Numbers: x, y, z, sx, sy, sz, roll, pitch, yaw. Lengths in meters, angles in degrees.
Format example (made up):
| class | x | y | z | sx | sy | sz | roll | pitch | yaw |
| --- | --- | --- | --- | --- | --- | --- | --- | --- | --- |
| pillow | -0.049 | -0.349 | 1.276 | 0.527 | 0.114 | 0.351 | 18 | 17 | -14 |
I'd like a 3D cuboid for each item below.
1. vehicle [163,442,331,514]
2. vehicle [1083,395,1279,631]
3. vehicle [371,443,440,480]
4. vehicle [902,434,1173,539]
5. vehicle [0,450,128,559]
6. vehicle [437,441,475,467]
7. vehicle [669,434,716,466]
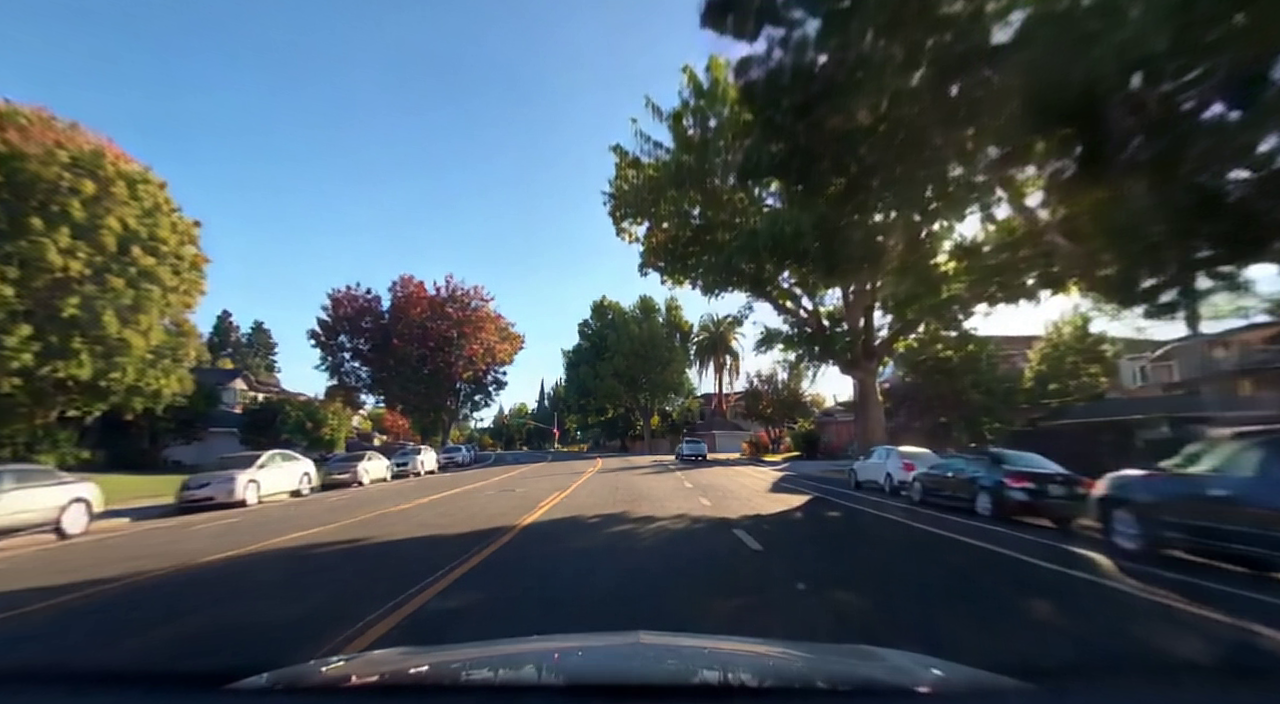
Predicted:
| class | x | y | z | sx | sy | sz | roll | pitch | yaw |
| --- | --- | --- | --- | --- | --- | --- | --- | --- | --- |
| vehicle | -11.472 | 3.652 | 18.968 | 2.049 | 1.848 | 4.693 | 0 | -8 | -1 |
| vehicle | 7.301 | 1.590 | 6.262 | 2.081 | 2.286 | 4.941 | 0 | -8 | -1 |
| vehicle | -12.189 | 5.707 | 33.204 | 2.032 | 1.773 | 4.471 | 0 | -8 | -2 |
| vehicle | 7.385 | 2.511 | 12.638 | 1.900 | 1.634 | 5.232 | 0 | -8 | -2 |
| vehicle | -11.574 | 2.601 | 10.873 | 1.921 | 1.770 | 4.265 | 0 | -8 | -1 |
| vehicle | -13.487 | 7.475 | 46.562 | 2.146 | 1.806 | 4.733 | 1 | -8 | -9 |
| vehicle | 2.869 | 5.499 | 35.583 | 1.951 | 1.620 | 4.582 | 1 | -8 | -4 |
